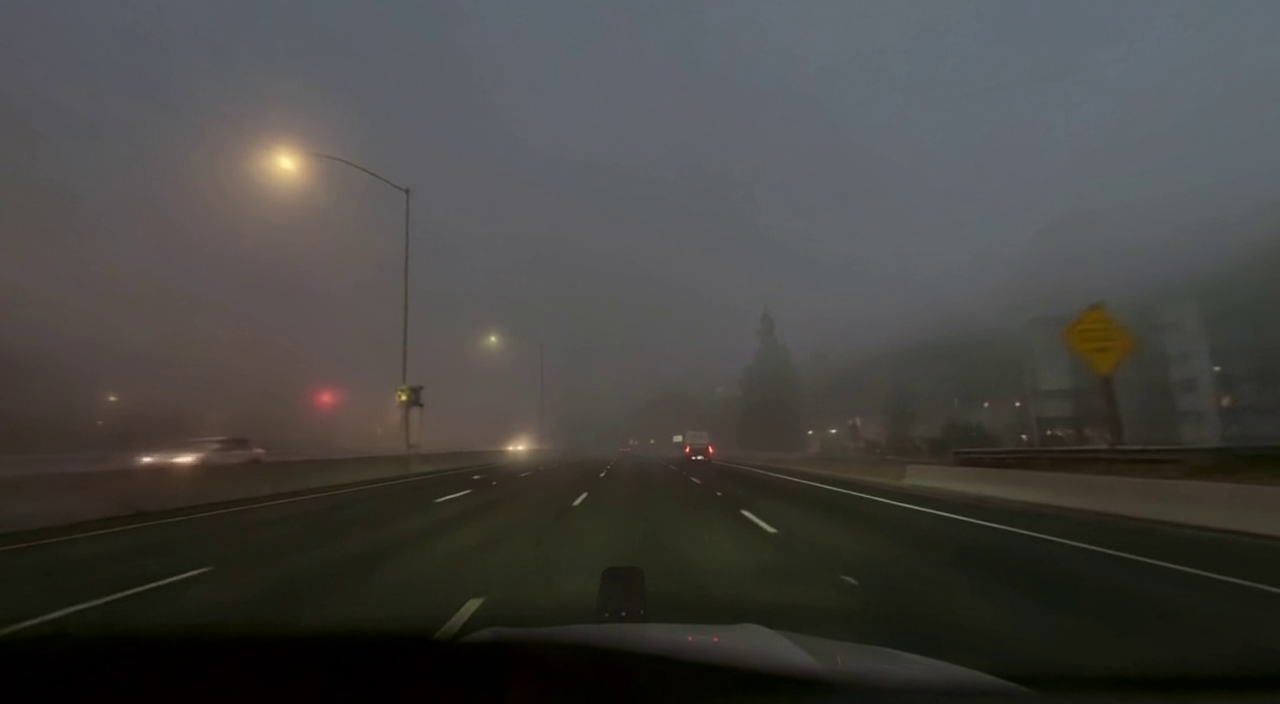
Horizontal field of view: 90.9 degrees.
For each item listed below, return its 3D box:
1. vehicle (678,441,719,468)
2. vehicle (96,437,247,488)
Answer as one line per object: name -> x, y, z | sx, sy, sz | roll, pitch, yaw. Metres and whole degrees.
vehicle -> 3.484, 6.189, 38.242 | 1.926, 1.477, 4.025 | 0, -9, -2
vehicle -> -16.576, 3.909, 22.685 | 1.986, 1.618, 4.467 | 0, -9, 0
